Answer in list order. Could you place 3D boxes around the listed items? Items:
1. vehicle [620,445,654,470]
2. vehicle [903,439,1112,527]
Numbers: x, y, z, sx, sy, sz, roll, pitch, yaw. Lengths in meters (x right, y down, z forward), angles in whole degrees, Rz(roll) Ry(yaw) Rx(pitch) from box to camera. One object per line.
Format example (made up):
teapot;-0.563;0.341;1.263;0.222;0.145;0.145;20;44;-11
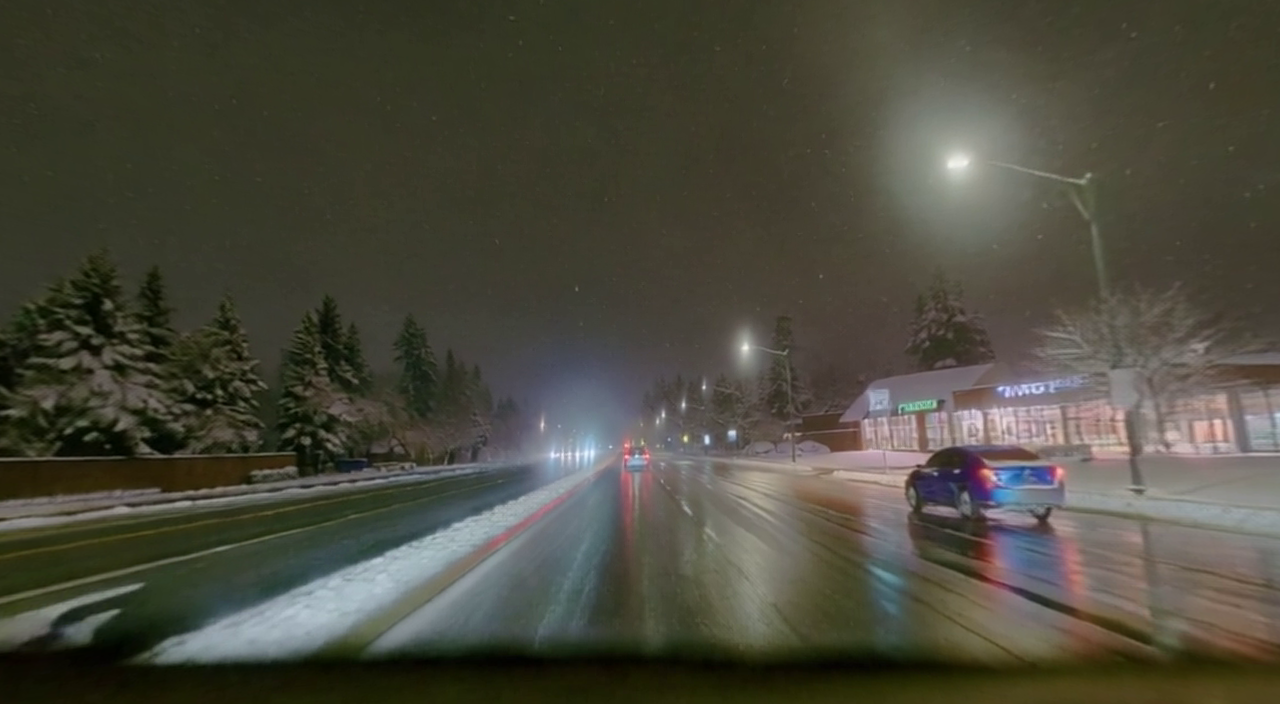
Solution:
vehicle;-0.224;6.653;39.935;2.027;1.494;3.942;0;-8;-1
vehicle;7.125;2.538;12.863;1.849;1.464;4.119;0;-8;1
